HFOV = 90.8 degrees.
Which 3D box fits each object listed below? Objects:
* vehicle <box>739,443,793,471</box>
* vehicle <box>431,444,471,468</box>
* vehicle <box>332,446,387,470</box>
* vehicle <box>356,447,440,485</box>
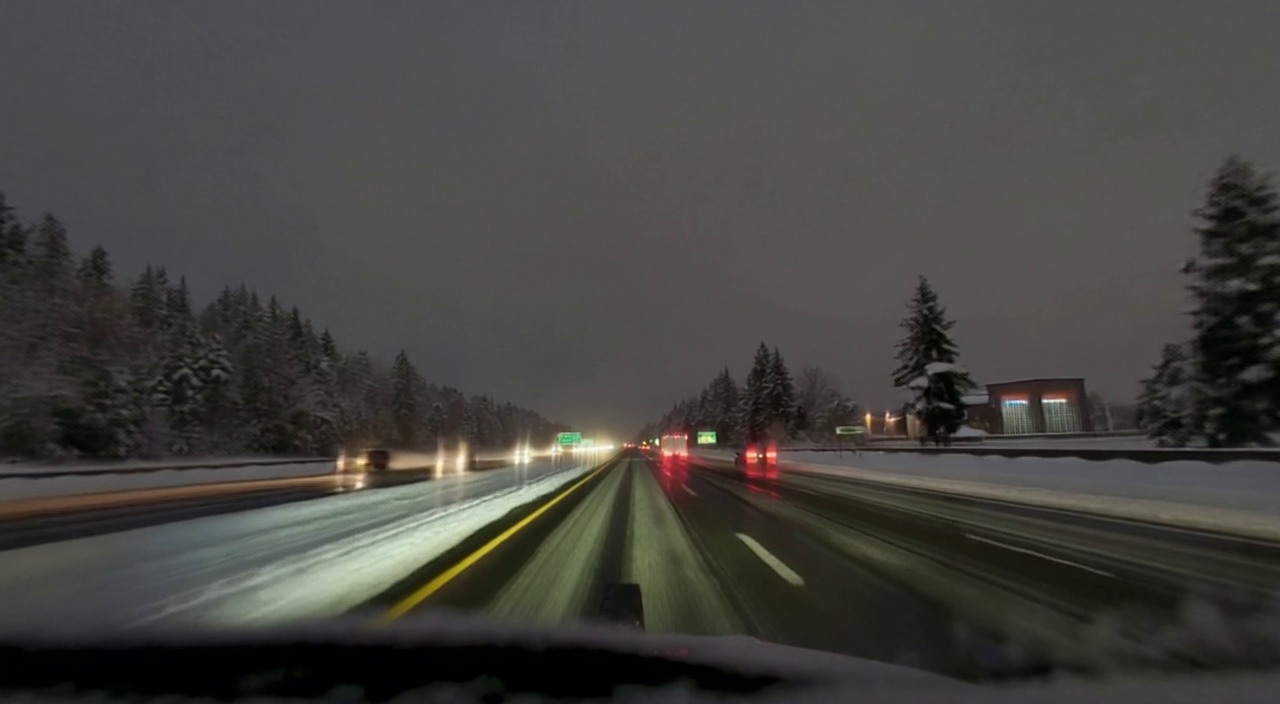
[{"bbox_3d":[6.868,5.770,34.884,2.009,1.456,4.097,0,-9,-2],"label":"vehicle"},{"bbox_3d":[-14.189,7.831,47.681,1.788,1.655,4.254,0,-8,-1],"label":"vehicle"},{"bbox_3d":[-22.085,8.318,49.899,2.035,1.779,4.906,0,-9,0],"label":"vehicle"},{"bbox_3d":[-11.045,5.204,29.255,2.125,1.503,4.530,1,-8,-1],"label":"vehicle"}]
